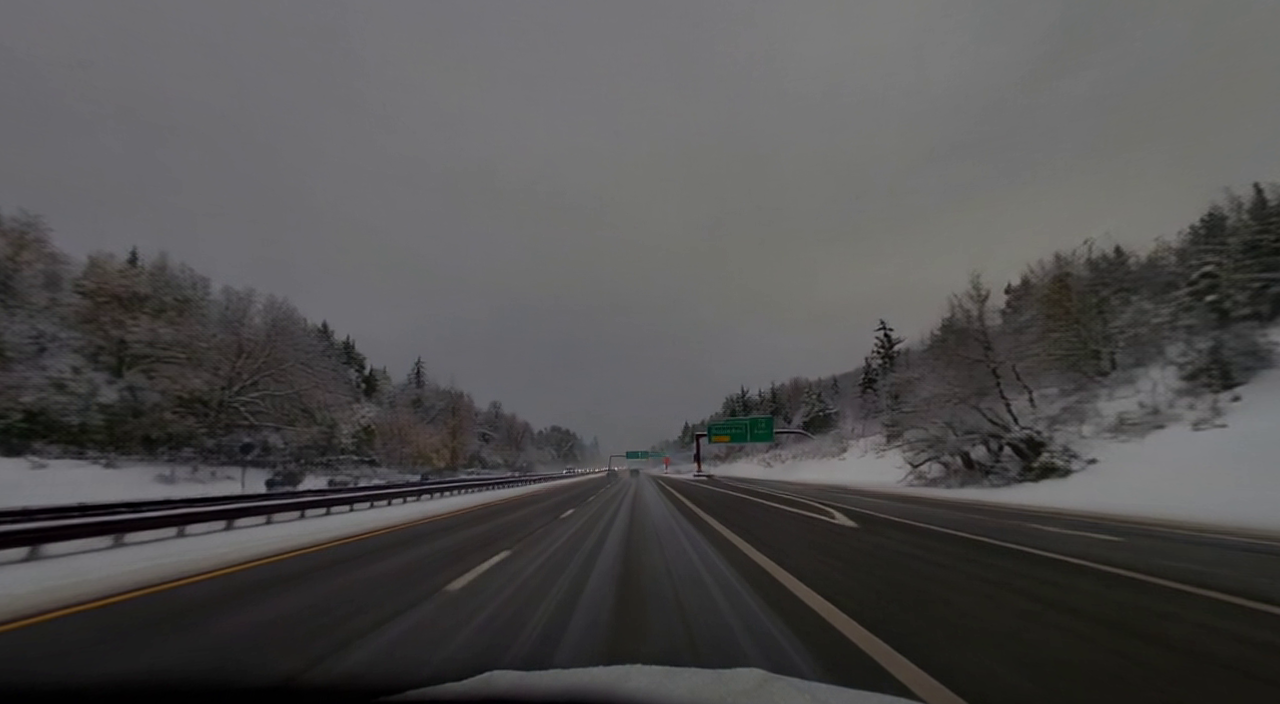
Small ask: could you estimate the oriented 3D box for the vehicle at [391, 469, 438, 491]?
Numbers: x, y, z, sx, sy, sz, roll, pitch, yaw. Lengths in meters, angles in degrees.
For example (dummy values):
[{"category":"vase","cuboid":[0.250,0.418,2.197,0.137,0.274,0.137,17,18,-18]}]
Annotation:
[{"category":"vehicle","cuboid":[-16.548,9.403,46.436,1.791,1.452,4.326,1,-11,0]}]
